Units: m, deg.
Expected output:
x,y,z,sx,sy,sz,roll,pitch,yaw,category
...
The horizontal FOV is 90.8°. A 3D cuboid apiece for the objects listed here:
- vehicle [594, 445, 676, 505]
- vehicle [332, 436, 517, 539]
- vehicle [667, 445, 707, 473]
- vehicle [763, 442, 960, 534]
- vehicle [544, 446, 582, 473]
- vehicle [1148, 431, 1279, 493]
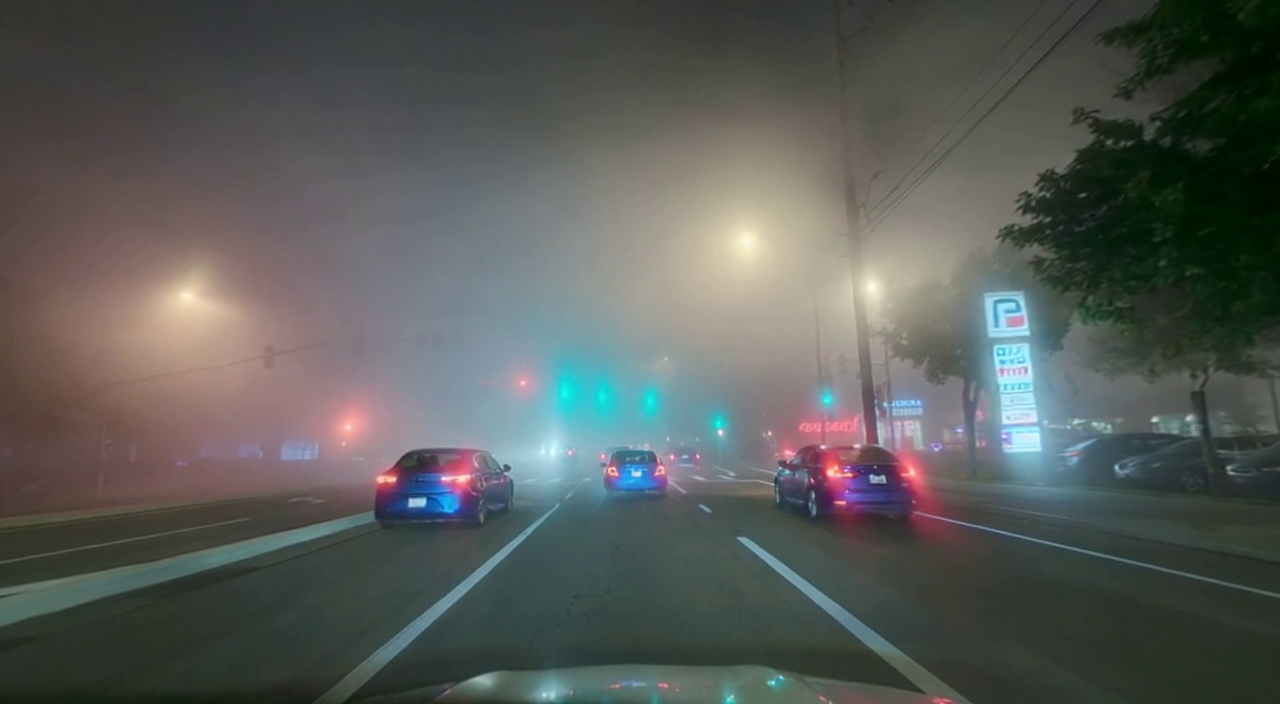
x,y,z,sx,sy,sz,roll,pitch,yaw,category
-0.200,3.421,18.076,2.072,1.473,4.139,0,-9,-2,vehicle
-3.821,2.468,12.256,2.035,1.564,4.702,0,-9,-1,vehicle
2.898,6.687,39.776,1.986,1.660,4.006,0,-9,-2,vehicle
4.144,2.616,12.914,2.119,1.479,4.910,0,-9,-2,vehicle
-4.769,6.736,39.802,1.932,1.606,4.157,0,-9,-1,vehicle
16.469,2.820,16.458,4.802,1.480,2.126,1,-9,-6,vehicle
